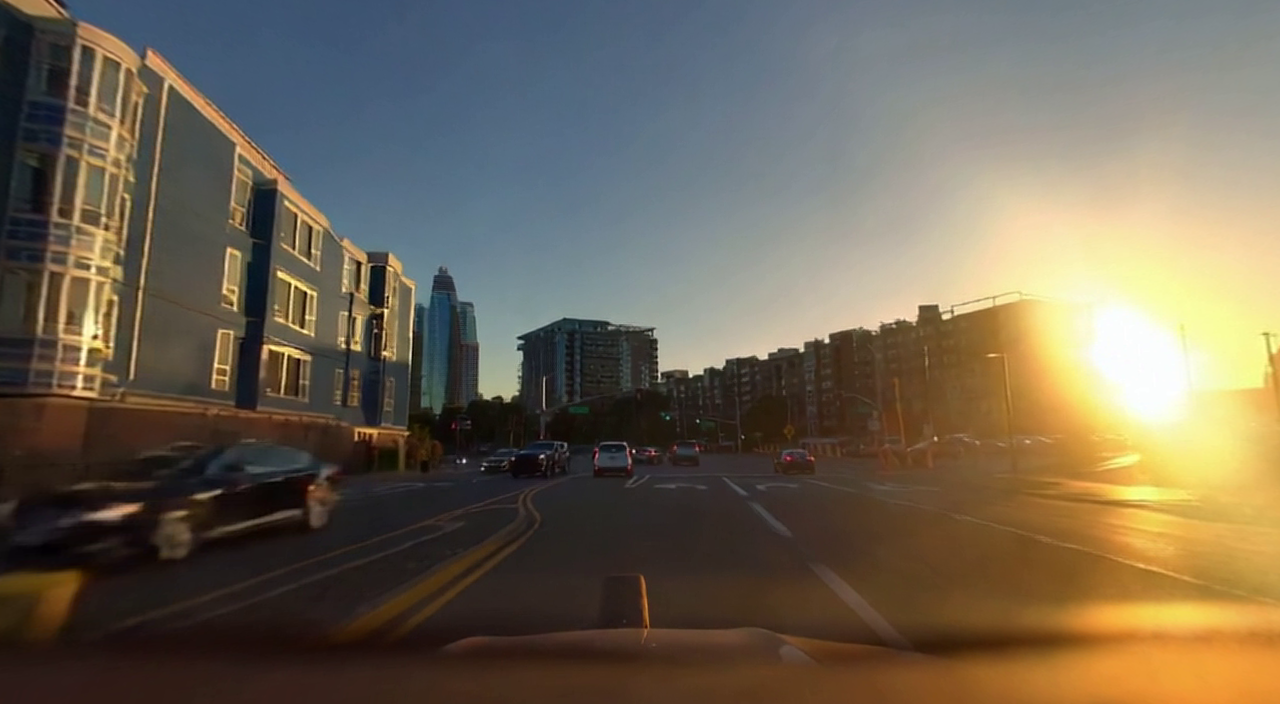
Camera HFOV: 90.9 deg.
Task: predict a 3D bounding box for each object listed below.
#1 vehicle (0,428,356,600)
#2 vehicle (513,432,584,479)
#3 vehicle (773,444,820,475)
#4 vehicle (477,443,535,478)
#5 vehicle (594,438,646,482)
[{"bbox_3d":[-5.564,1.738,7.805,1.973,1.502,4.275,-1,-8,2],"label":"vehicle"},{"bbox_3d":[-4.690,5.464,33.440,2.515,2.248,5.821,-1,-9,4],"label":"vehicle"},{"bbox_3d":[9.596,6.619,39.036,1.952,1.749,4.311,-1,-8,3],"label":"vehicle"},{"bbox_3d":[-7.522,6.155,35.893,2.123,1.831,4.304,-1,-9,3],"label":"vehicle"},{"bbox_3d":[-0.867,4.830,28.687,2.160,1.786,4.702,0,-8,-1],"label":"vehicle"}]
